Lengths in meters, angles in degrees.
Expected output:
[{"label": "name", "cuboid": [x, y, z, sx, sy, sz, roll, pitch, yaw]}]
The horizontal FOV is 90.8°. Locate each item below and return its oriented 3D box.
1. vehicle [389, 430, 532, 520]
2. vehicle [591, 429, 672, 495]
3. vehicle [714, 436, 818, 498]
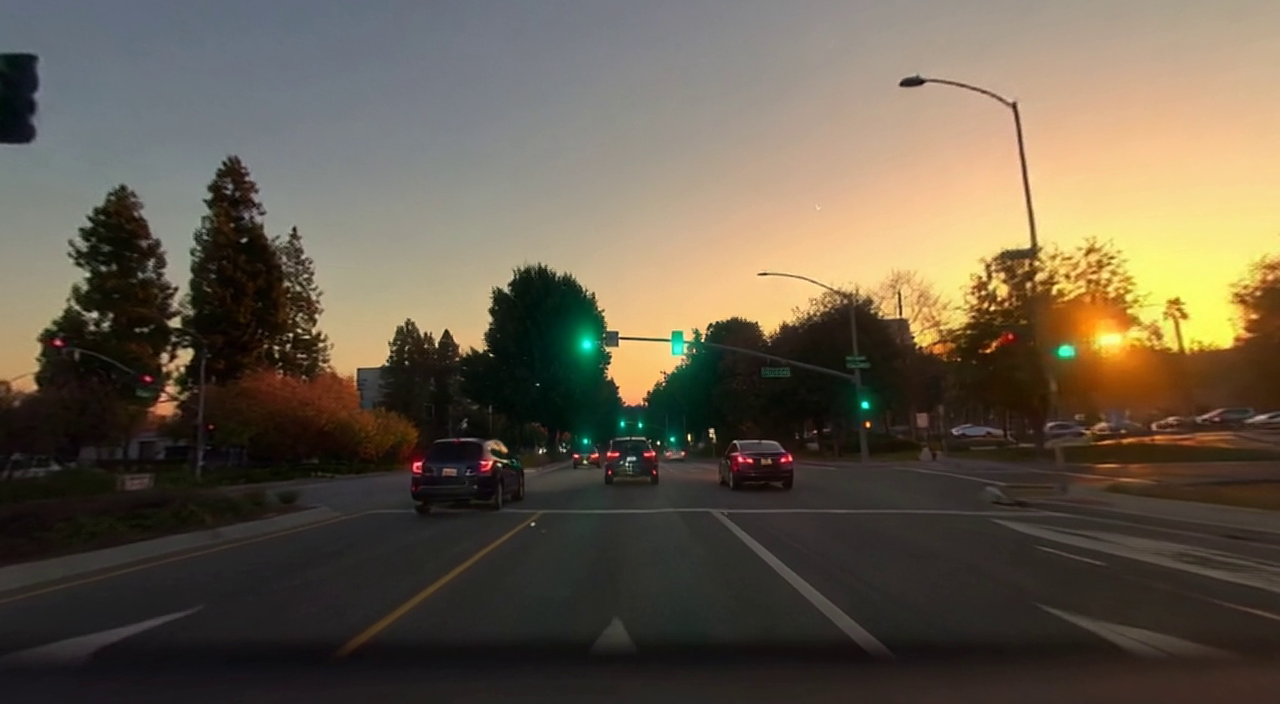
[{"label": "vehicle", "cuboid": [-3.619, 2.543, 13.570, 1.823, 1.602, 4.061, 0, -8, 0]}, {"label": "vehicle", "cuboid": [-0.214, 3.252, 18.964, 2.150, 1.725, 4.096, 0, -8, 0]}, {"label": "vehicle", "cuboid": [3.431, 3.210, 18.049, 2.068, 1.541, 4.041, 0, -8, -1]}]
